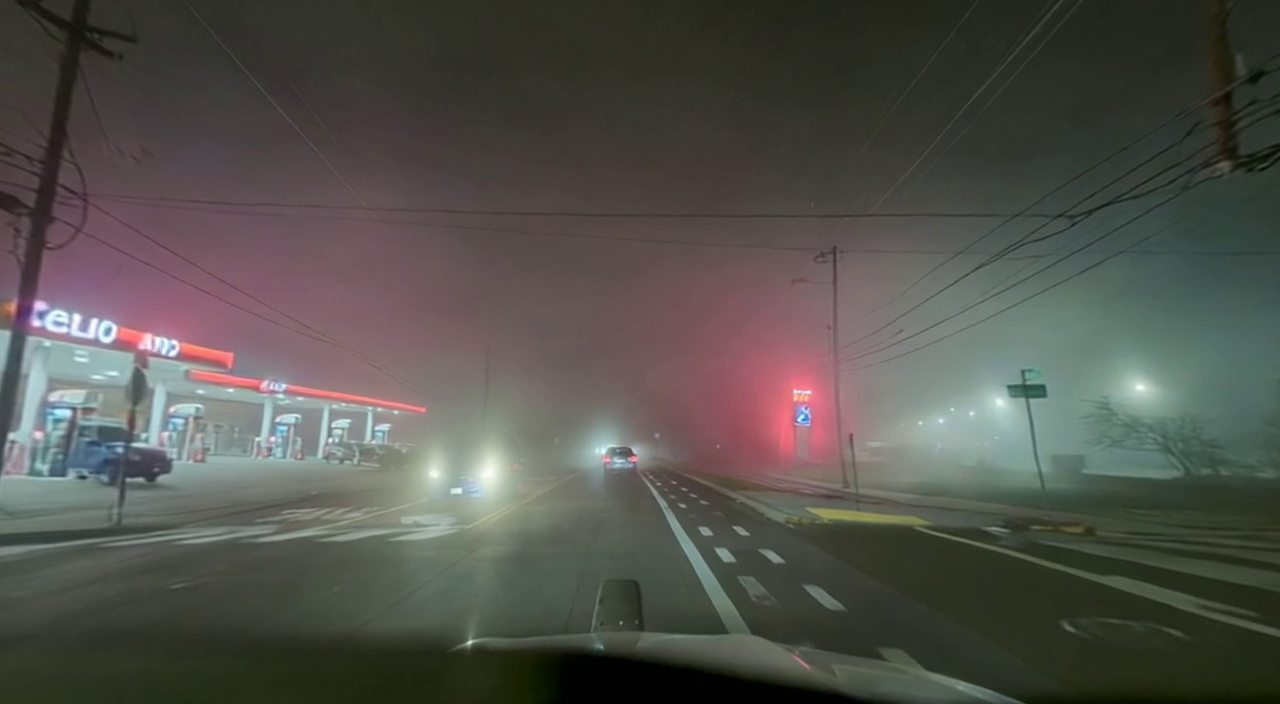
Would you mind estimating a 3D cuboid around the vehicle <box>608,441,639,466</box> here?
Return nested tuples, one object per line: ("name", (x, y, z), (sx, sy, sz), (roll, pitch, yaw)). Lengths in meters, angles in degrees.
("vehicle", (-1.207, 7.042, 44.104), (2.000, 1.663, 4.271), (1, -8, -3))

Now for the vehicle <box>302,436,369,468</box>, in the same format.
("vehicle", (-18.075, 5.946, 37.734), (1.890, 1.761, 4.578), (1, -8, -4))

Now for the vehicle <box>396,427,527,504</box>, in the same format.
("vehicle", (-4.717, 3.074, 17.619), (2.274, 1.844, 4.843), (0, -8, -1))

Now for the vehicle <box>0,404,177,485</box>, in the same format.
("vehicle", (-18.027, 2.997, 20.560), (2.499, 2.309, 4.613), (1, -8, -3))
